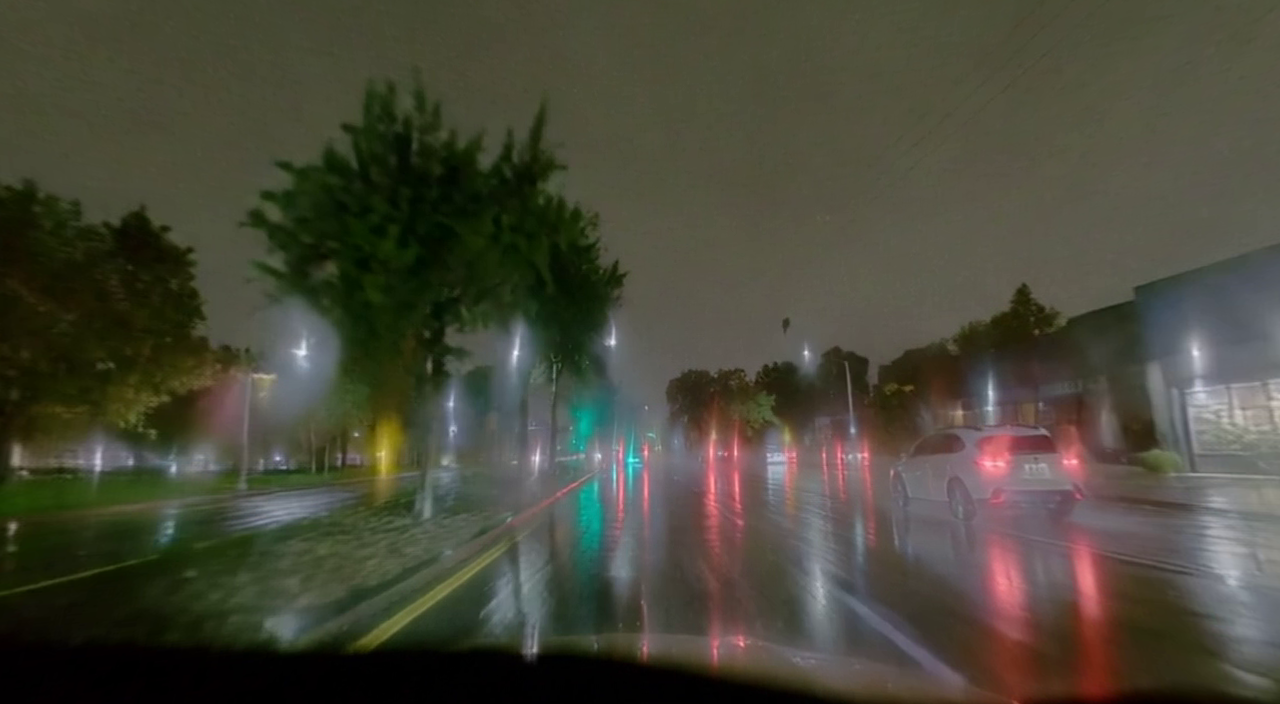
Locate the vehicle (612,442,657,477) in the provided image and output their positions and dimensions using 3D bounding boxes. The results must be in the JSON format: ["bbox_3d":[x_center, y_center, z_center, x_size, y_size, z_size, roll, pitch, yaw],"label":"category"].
[{"bbox_3d":[-0.267,5.151,30.492,2.037,1.568,3.693,0,-8,0],"label":"vehicle"}]

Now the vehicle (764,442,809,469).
[{"bbox_3d":[10.330,7.291,44.838,1.988,1.783,5.324,0,-8,1],"label":"vehicle"}]

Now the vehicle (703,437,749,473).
[{"bbox_3d":[4.716,5.725,35.296,1.955,1.845,4.538,0,-8,1],"label":"vehicle"}]

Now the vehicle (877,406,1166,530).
[{"bbox_3d":[7.059,2.239,12.791,2.240,1.923,5.678,0,-8,-1],"label":"vehicle"}]
